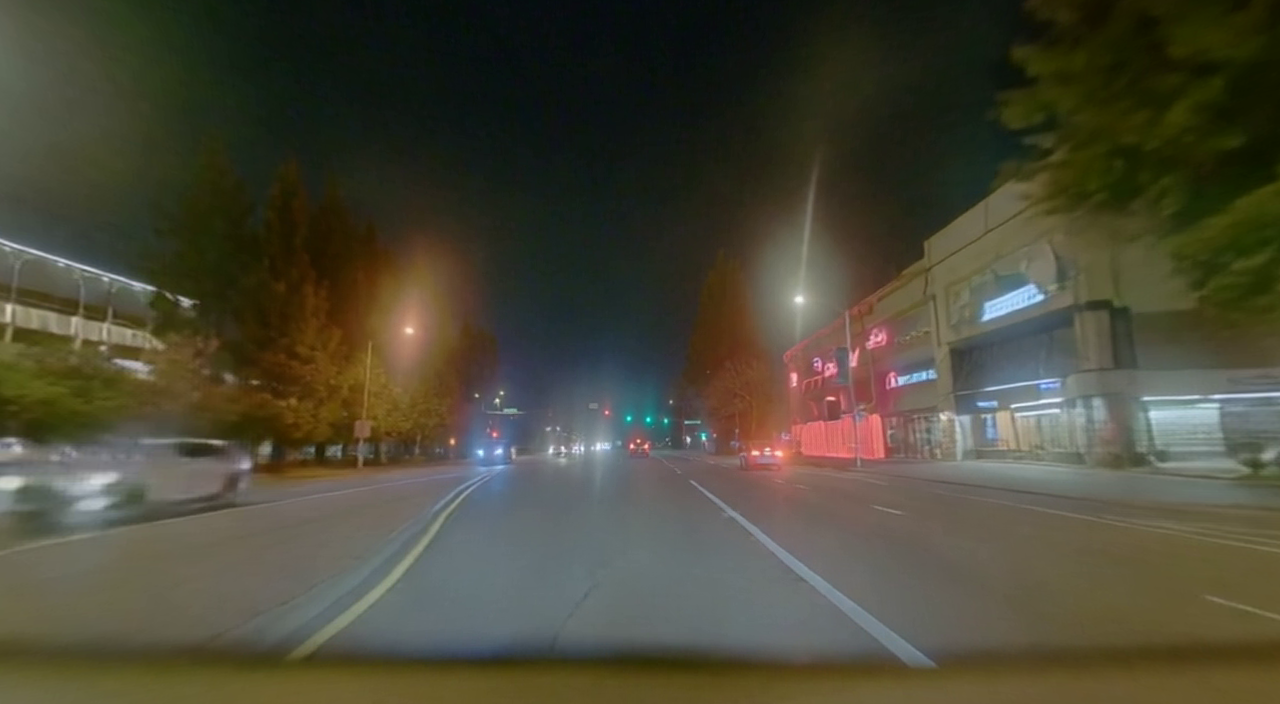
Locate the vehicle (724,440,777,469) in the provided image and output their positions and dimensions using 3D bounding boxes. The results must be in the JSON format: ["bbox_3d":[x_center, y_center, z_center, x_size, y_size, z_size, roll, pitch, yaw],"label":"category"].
[{"bbox_3d":[6.168,5.784,35.835,2.024,1.475,4.600,0,-8,-2],"label":"vehicle"}]

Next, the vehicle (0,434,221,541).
[{"bbox_3d":[-9.582,2.213,11.001,1.676,1.469,4.362,0,-8,-2],"label":"vehicle"}]
